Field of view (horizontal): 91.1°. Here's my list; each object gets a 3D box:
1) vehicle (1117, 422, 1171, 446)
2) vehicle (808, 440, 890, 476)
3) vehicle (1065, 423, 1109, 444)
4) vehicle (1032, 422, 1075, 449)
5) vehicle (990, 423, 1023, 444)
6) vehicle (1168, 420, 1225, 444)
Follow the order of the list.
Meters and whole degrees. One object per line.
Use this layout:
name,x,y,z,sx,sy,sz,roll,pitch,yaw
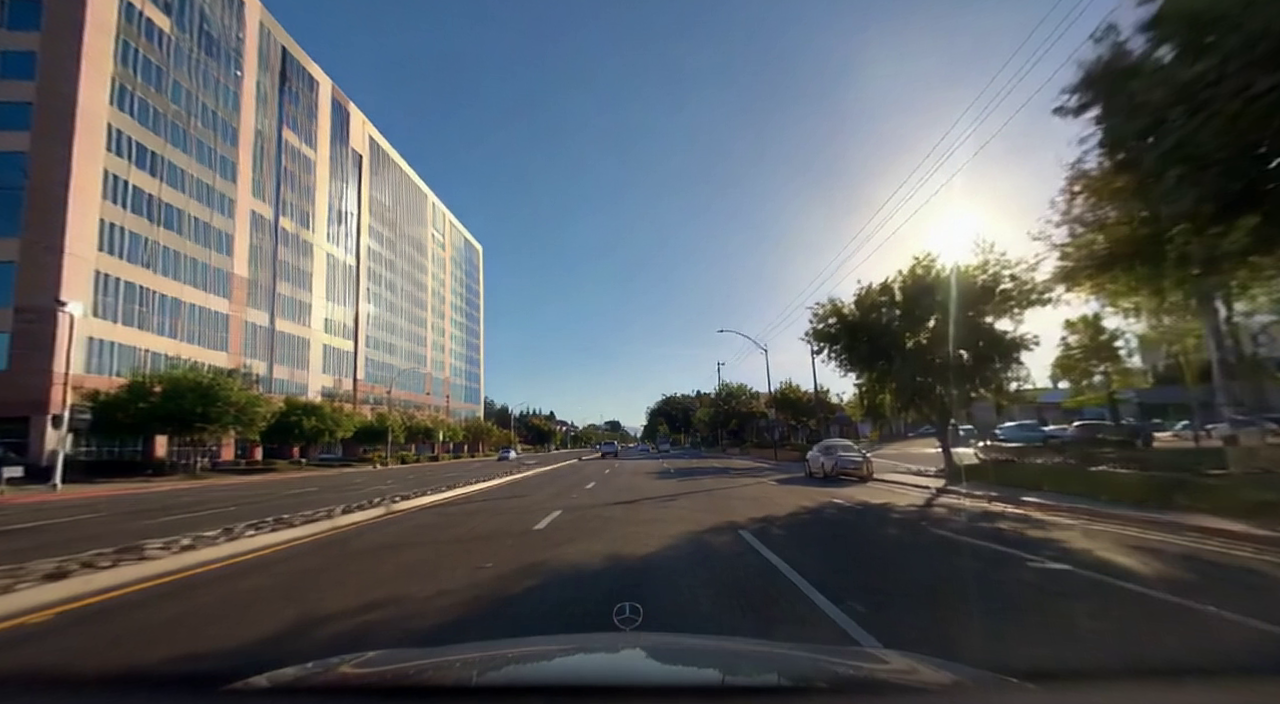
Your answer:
vehicle,33.712,5.529,42.132,1.916,1.491,4.491,-4,-9,28
vehicle,10.922,5.434,32.601,2.129,1.696,5.061,-7,-11,42
vehicle,33.707,6.189,47.442,1.977,1.511,4.134,-4,-9,26
vehicle,28.085,5.723,42.755,2.042,1.690,4.562,-5,-10,29
vehicle,28.482,6.369,48.873,1.797,1.498,4.412,-3,-9,25
vehicle,36.549,5.327,41.309,1.778,1.477,3.942,-4,-9,27
